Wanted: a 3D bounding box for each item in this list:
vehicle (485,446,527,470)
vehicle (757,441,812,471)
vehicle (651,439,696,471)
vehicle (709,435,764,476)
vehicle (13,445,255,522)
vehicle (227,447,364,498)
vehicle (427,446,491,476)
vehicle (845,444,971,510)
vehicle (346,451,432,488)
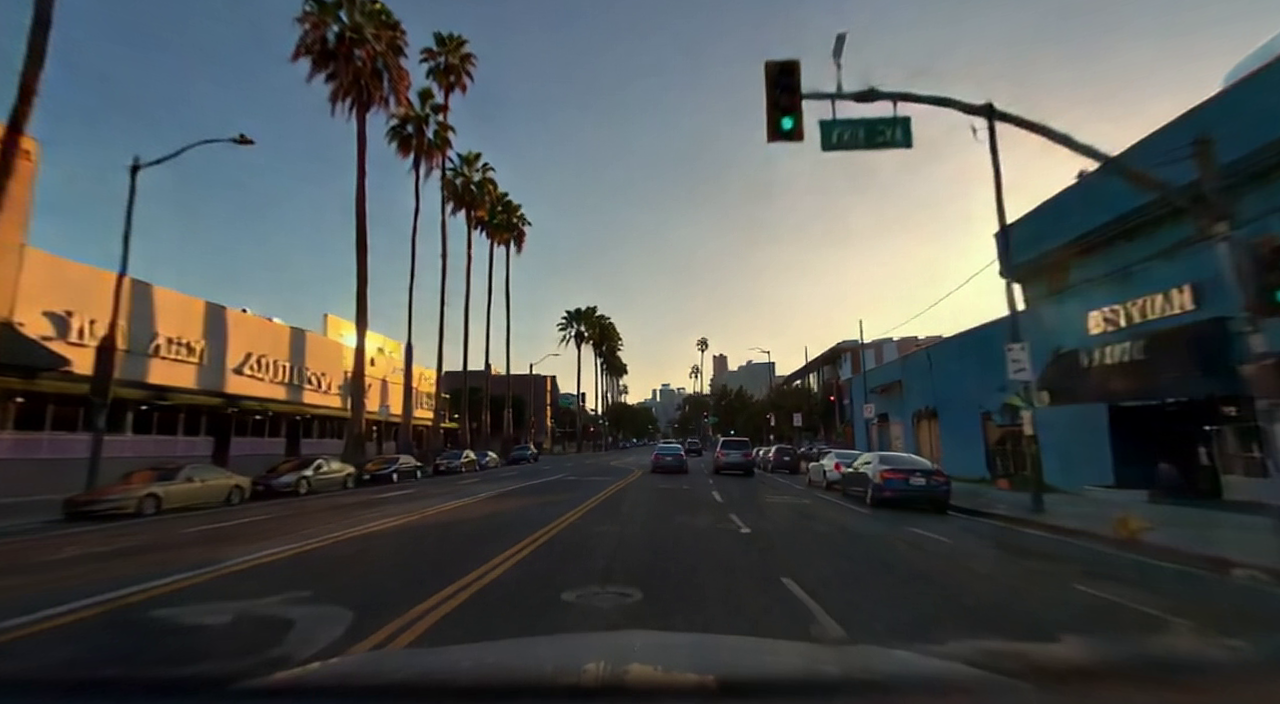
[{"bbox_3d":[-9.783,7.801,46.338,1.978,1.501,4.355,-3,-11,3],"label":"vehicle"},{"bbox_3d":[8.388,6.067,37.085,2.174,1.643,4.860,-1,-8,2],"label":"vehicle"},{"bbox_3d":[1.660,5.109,31.473,2.088,1.452,3.993,-1,-8,3],"label":"vehicle"},{"bbox_3d":[4.300,4.673,28.863,2.003,1.702,4.288,-1,-8,3],"label":"vehicle"},{"bbox_3d":[-12.152,3.310,15.743,2.056,1.490,4.675,-4,-13,2],"label":"vehicle"},{"bbox_3d":[-11.780,4.248,22.079,1.933,1.502,4.649,-3,-12,4],"label":"vehicle"},{"bbox_3d":[-10.484,6.431,37.038,2.188,1.490,4.511,-3,-12,3],"label":"vehicle"},{"bbox_3d":[7.127,3.313,17.330,1.914,1.560,4.278,-1,-8,6],"label":"vehicle"},{"bbox_3d":[-11.264,5.289,28.755,1.949,1.470,4.532,-1,-8,2],"label":"vehicle"}]
